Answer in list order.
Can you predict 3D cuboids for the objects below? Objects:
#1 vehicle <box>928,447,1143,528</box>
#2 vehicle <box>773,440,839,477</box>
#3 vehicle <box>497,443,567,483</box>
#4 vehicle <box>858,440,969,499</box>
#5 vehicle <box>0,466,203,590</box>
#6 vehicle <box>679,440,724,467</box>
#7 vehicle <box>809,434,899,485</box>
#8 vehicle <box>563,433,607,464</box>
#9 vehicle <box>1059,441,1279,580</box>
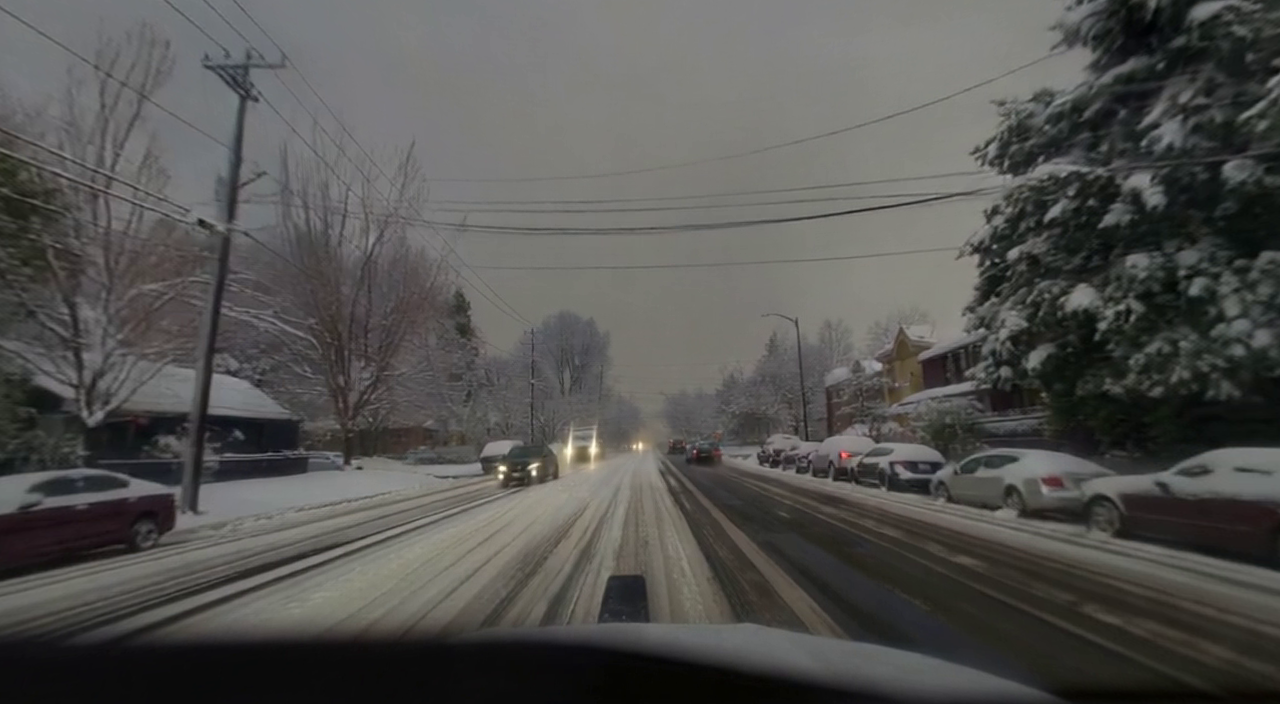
[{"bbox_3d":[7.954,2.712,13.283,1.787,1.402,4.271,0,-8,1],"label":"vehicle"},{"bbox_3d":[7.767,5.009,29.917,1.862,1.492,4.571,2,-8,0],"label":"vehicle"},{"bbox_3d":[-4.280,4.446,25.644,1.989,1.474,4.112,0,-8,2],"label":"vehicle"},{"bbox_3d":[8.066,3.470,18.998,1.836,1.500,3.630,3,-8,2],"label":"vehicle"},{"bbox_3d":[-9.352,2.544,9.496,2.117,1.474,4.740,0,-8,0],"label":"vehicle"},{"bbox_3d":[3.536,5.956,37.199,2.059,1.489,4.629,0,-8,-2],"label":"vehicle"},{"bbox_3d":[8.049,4.090,24.237,1.879,1.765,4.339,0,-8,-1],"label":"vehicle"},{"bbox_3d":[-3.913,6.986,45.892,2.435,2.069,5.772,-1,-8,2],"label":"vehicle"},{"bbox_3d":[7.884,1.877,7.988,2.093,1.472,4.434,0,-8,0],"label":"vehicle"}]
